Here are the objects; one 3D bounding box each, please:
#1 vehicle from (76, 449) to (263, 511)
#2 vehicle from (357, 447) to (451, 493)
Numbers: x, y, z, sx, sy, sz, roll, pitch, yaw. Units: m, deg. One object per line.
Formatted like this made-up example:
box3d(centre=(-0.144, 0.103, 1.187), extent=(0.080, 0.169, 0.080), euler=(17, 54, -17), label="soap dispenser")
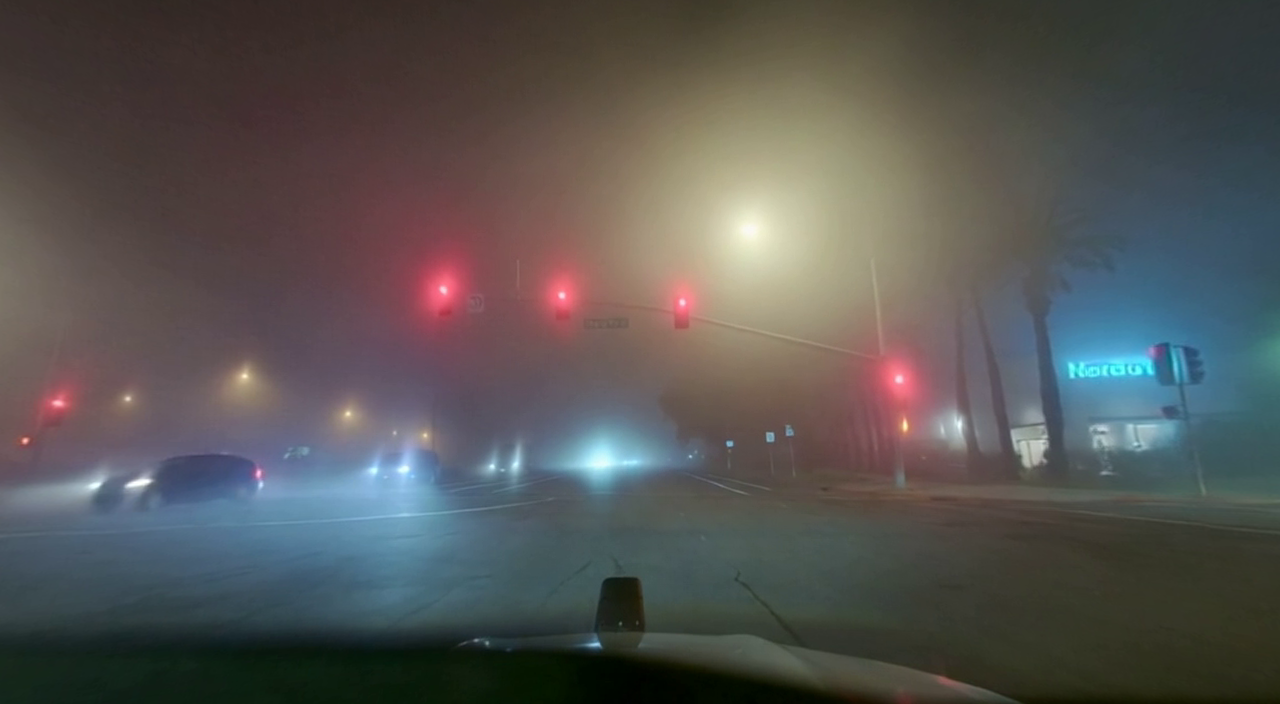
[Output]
box3d(centre=(-13.972, 3.787, 19.230), extent=(1.995, 1.632, 4.609), euler=(-1, -9, 3), label="vehicle")
box3d(centre=(-9.434, 4.728, 25.703), extent=(2.074, 1.681, 4.417), euler=(0, -9, 1), label="vehicle")
